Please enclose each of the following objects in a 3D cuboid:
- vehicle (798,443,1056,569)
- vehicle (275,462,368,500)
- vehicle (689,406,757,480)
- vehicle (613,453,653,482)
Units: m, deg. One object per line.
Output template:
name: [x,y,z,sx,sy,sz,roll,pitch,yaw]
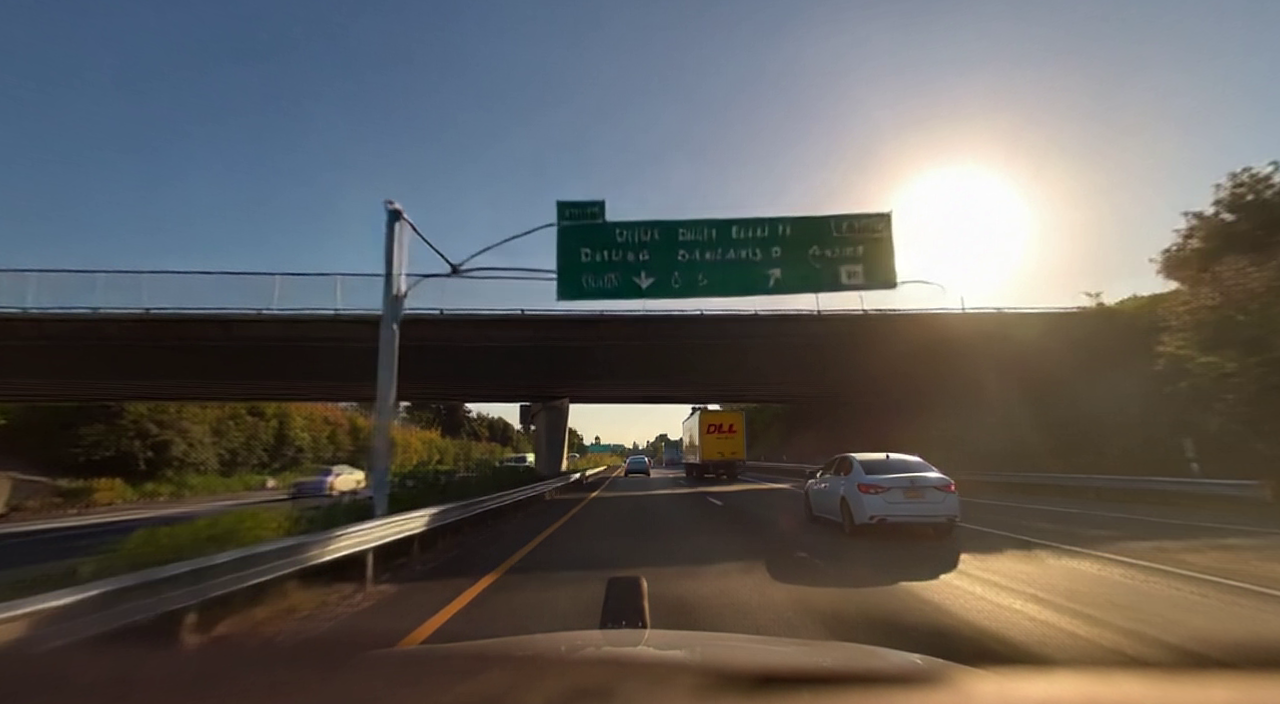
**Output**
vehicle: [3.920,2.147,9.574,1.894,1.452,4.164,0,-9,-1]
vehicle: [-14.110,5.724,28.260,1.831,1.464,4.303,-1,-9,2]
vehicle: [4.784,5.521,38.107,2.838,3.985,8.010,0,-9,-1]
vehicle: [-0.385,6.277,34.495,2.055,1.445,3.661,0,-9,-1]
